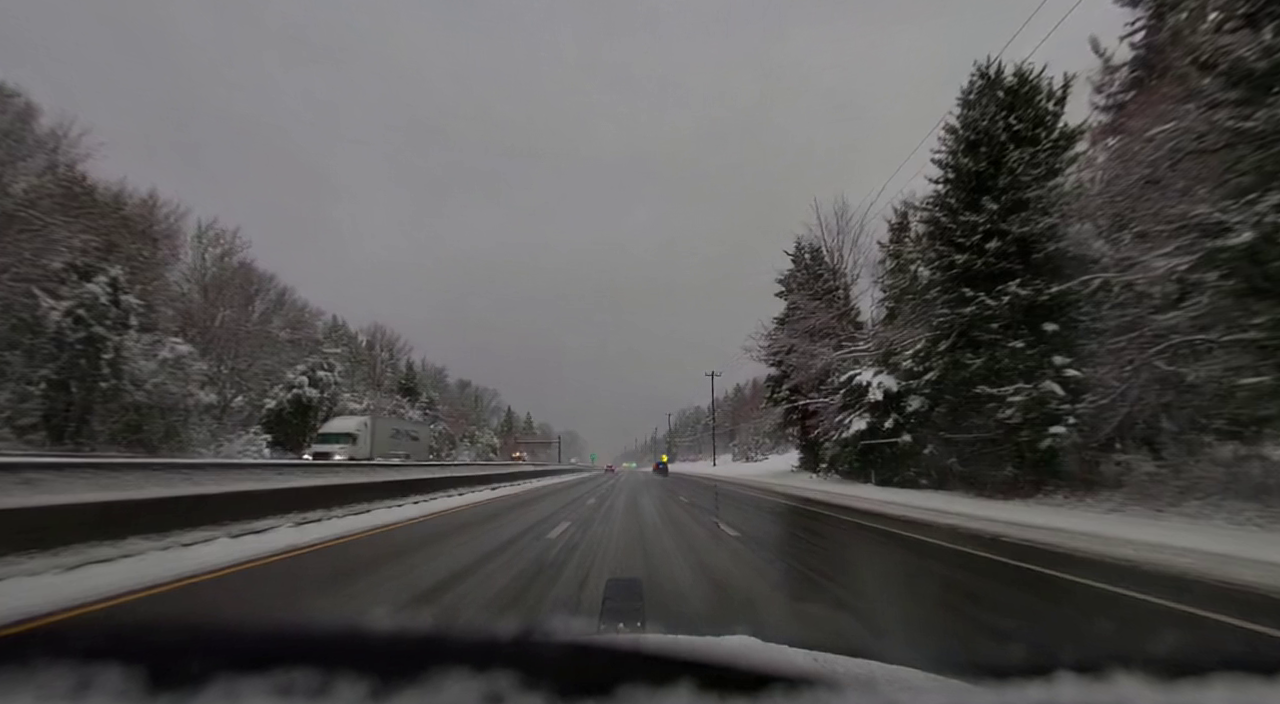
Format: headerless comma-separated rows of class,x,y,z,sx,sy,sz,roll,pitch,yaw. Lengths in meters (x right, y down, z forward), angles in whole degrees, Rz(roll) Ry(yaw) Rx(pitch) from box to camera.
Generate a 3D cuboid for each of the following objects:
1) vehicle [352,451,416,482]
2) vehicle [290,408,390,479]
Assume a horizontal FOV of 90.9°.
vehicle,-12.995,5.876,32.221,1.691,1.457,3.627,1,-10,1
vehicle,-17.939,5.649,38.209,2.967,3.923,5.931,1,-10,-1
